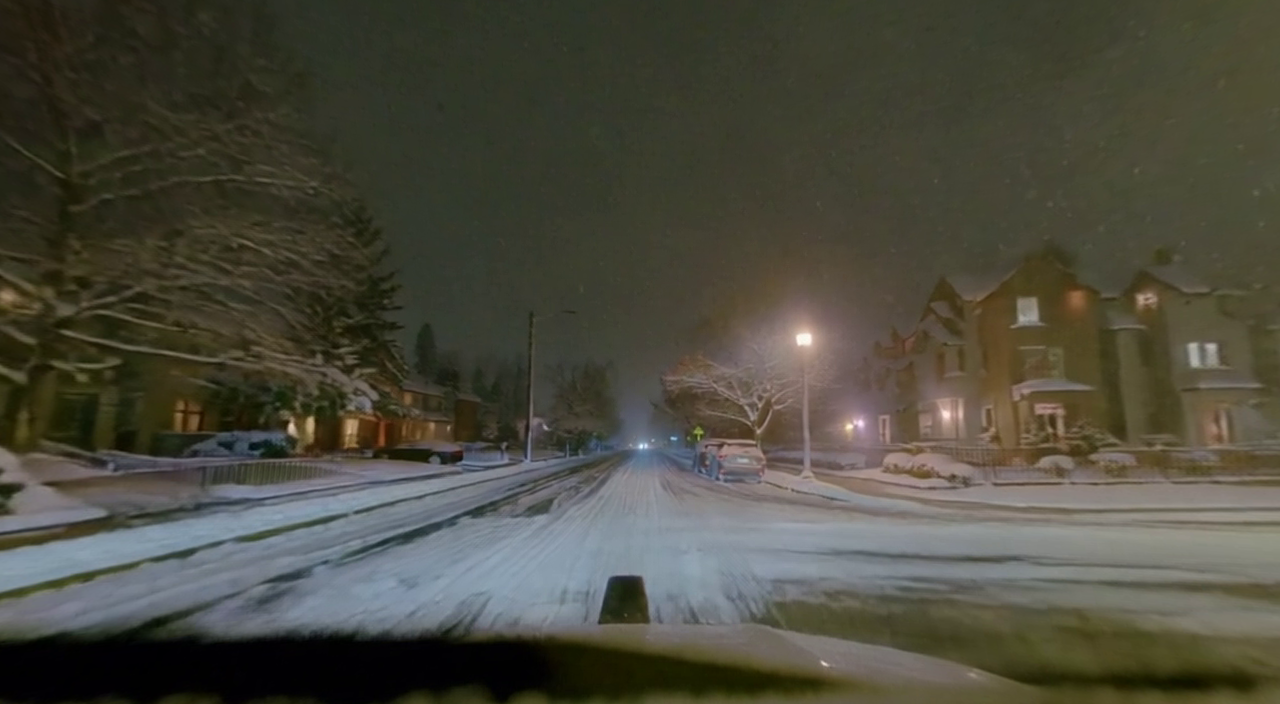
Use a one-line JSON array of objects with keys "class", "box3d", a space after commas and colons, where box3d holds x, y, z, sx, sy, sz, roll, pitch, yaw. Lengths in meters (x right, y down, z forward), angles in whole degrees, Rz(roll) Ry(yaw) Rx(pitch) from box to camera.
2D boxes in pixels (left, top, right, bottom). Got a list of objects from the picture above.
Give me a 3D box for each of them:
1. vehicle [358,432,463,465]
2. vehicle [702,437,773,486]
[{"class": "vehicle", "box3d": [-12.555, 5.290, 34.629, 4.906, 1.564, 1.988, 1, -8, 6]}, {"class": "vehicle", "box3d": [3.787, 4.331, 25.245, 2.046, 1.760, 4.570, 0, -8, -1]}]
